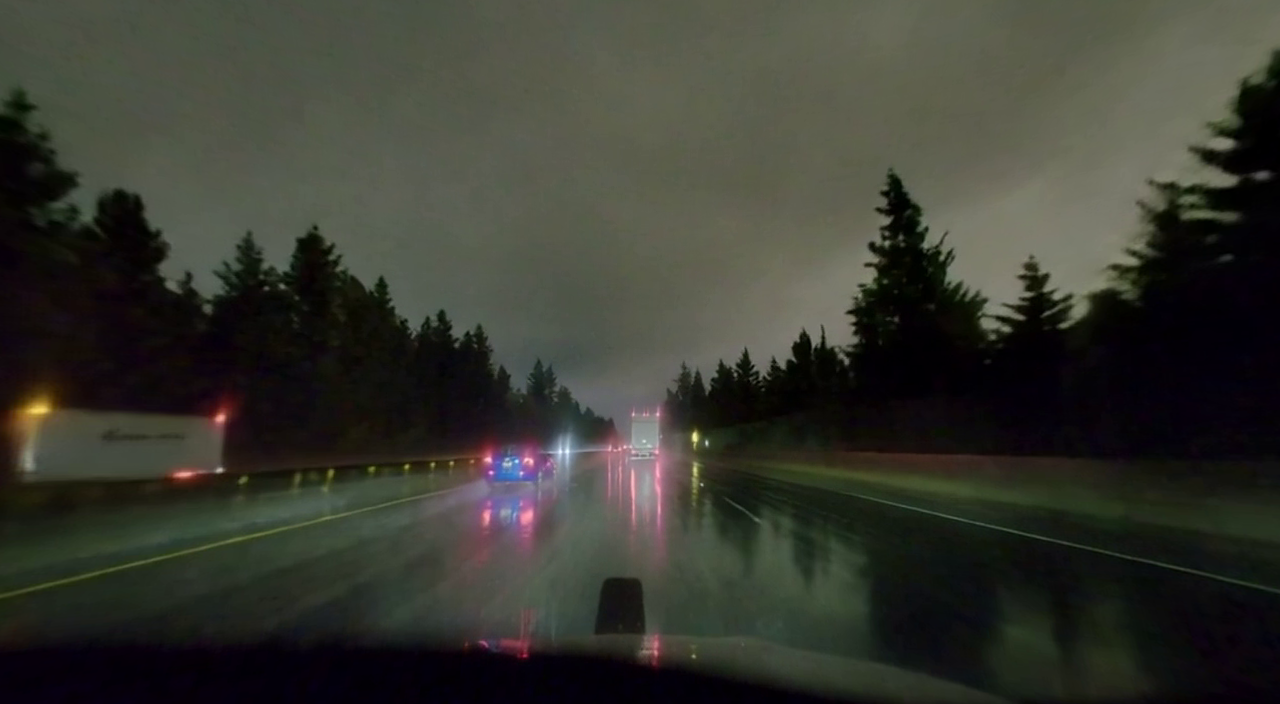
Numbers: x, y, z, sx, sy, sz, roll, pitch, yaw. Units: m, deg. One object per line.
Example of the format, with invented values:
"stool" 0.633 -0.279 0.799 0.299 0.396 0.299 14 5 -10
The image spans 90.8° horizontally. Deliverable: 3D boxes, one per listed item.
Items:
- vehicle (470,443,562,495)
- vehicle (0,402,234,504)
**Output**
"vehicle" -3.984 3.855 21.218 1.999 1.533 4.870 -1 -9 1
"vehicle" -24.920 4.714 29.782 2.972 3.912 10.298 -2 -9 13
